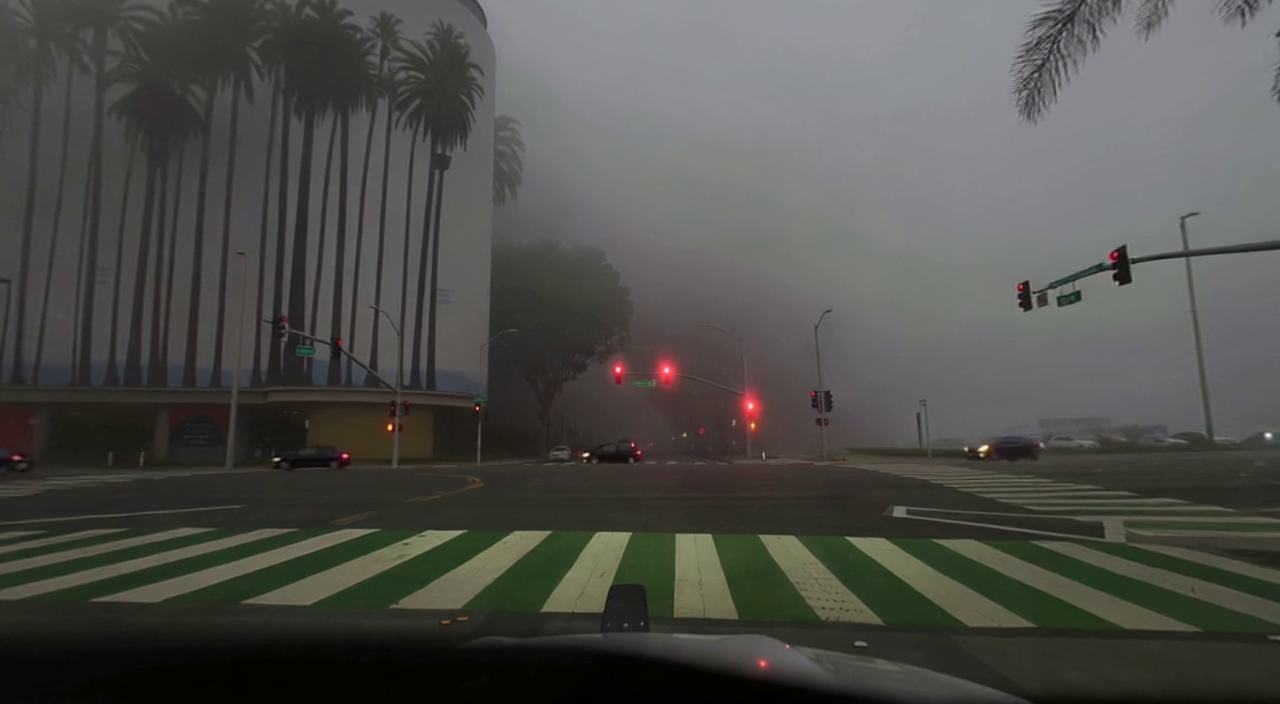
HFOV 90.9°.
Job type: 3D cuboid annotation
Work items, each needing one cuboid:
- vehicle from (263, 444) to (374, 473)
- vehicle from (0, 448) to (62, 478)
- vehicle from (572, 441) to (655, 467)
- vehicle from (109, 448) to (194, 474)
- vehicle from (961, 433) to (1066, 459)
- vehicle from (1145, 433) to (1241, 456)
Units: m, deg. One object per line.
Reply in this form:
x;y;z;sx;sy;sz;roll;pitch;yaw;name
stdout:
-16.938;5.619;33.306;4.875;1.461;1.777;0;-8;2;vehicle
-37.572;6.544;37.335;4.648;1.665;1.910;0;-8;0;vehicle
-1.489;5.988;37.173;4.784;1.465;1.798;0;-8;1;vehicle
-33.101;7.397;42.765;4.136;1.661;1.857;0;-8;1;vehicle
21.614;5.450;36.606;4.893;1.458;1.791;0;-8;0;vehicle
36.121;6.025;41.239;4.606;1.449;1.687;0;-8;2;vehicle
